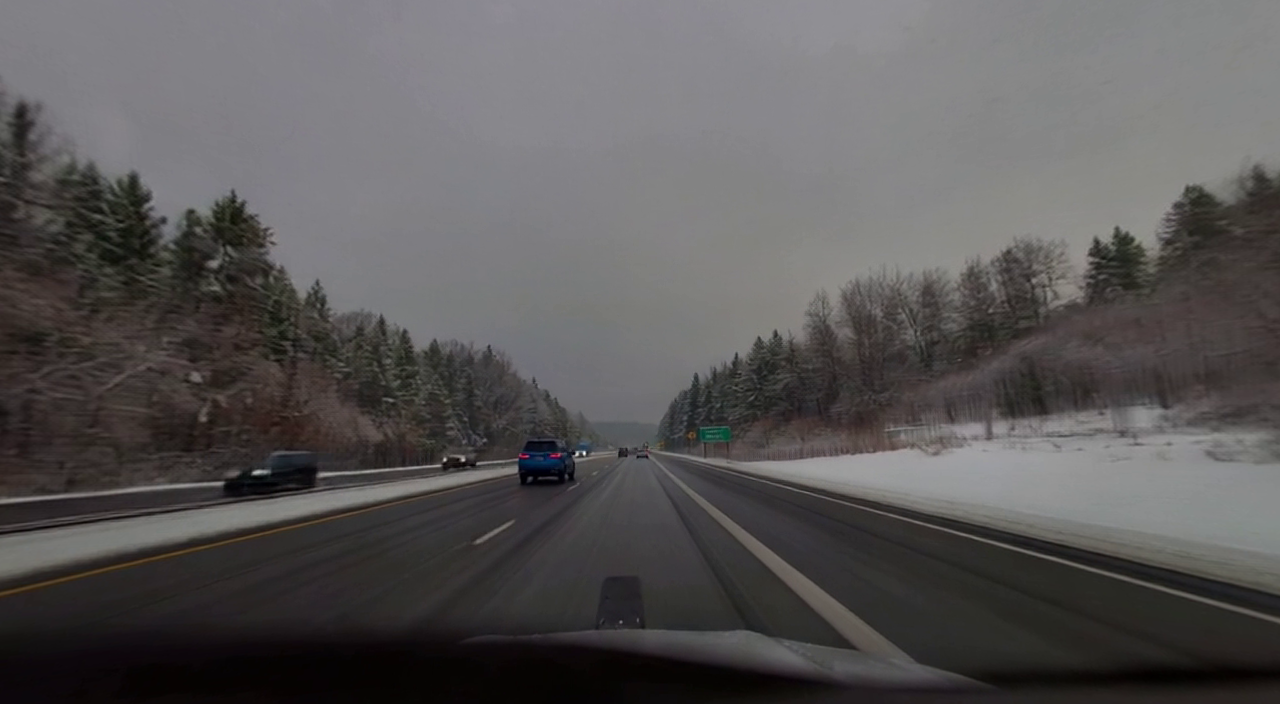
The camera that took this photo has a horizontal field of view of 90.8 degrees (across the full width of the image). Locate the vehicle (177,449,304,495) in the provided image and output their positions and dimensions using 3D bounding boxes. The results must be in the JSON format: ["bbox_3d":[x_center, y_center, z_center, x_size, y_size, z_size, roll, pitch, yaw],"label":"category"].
[{"bbox_3d":[-13.531,4.063,21.690,1.828,1.414,3.803,0,-9,1],"label":"vehicle"}]

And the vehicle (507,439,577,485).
[{"bbox_3d":[-3.942,4.505,26.197,2.110,1.727,4.607,0,-9,1],"label":"vehicle"}]

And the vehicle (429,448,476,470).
[{"bbox_3d":[-13.057,7.476,44.276,1.954,1.462,4.239,0,-9,1],"label":"vehicle"}]
